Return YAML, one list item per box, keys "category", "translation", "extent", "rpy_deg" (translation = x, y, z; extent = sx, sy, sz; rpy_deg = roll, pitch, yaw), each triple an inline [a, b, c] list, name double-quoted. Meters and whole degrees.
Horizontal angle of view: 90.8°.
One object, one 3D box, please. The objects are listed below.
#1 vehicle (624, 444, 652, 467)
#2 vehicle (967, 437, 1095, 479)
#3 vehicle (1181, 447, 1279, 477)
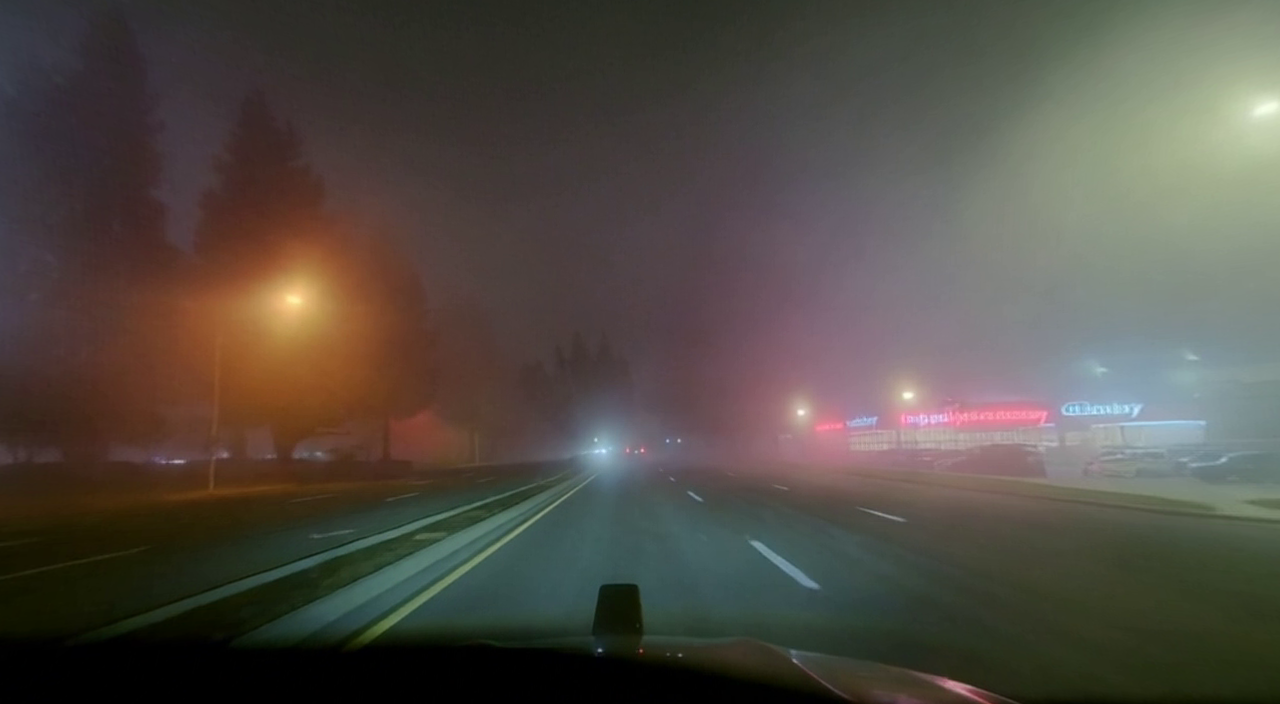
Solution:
- category: "vehicle"
  translation: [-0.167, 8.061, 49.310]
  extent: [2.095, 1.647, 4.205]
  rpy_deg: [0, -8, -1]
- category: "vehicle"
  translation: [18.890, 5.125, 30.715]
  extent: [4.739, 1.916, 2.136]
  rpy_deg: [0, -8, 1]
- category: "vehicle"
  translation: [31.695, 5.881, 34.006]
  extent: [1.739, 1.471, 3.811]
  rpy_deg: [0, -8, -1]
